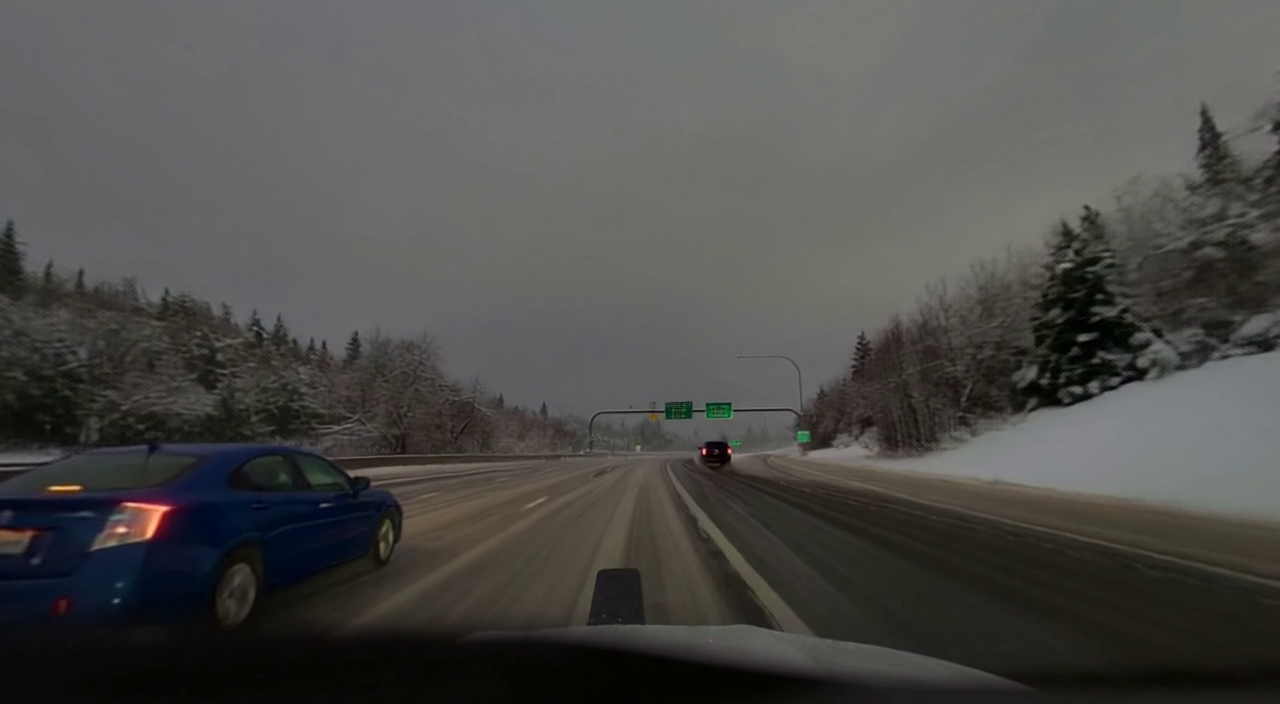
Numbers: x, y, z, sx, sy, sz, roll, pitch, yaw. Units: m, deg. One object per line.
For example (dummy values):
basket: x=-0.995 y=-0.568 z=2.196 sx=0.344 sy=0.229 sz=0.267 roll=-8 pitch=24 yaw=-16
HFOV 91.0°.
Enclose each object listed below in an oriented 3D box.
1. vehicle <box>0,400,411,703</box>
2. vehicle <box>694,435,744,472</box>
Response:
vehicle: x=-3.511 y=1.268 z=4.624 sx=1.937 sy=1.490 sz=4.372 roll=0 pitch=-9 yaw=1
vehicle: x=4.150 y=5.409 z=33.673 sx=2.225 sy=1.833 sz=4.340 roll=-1 pitch=-9 yaw=2
